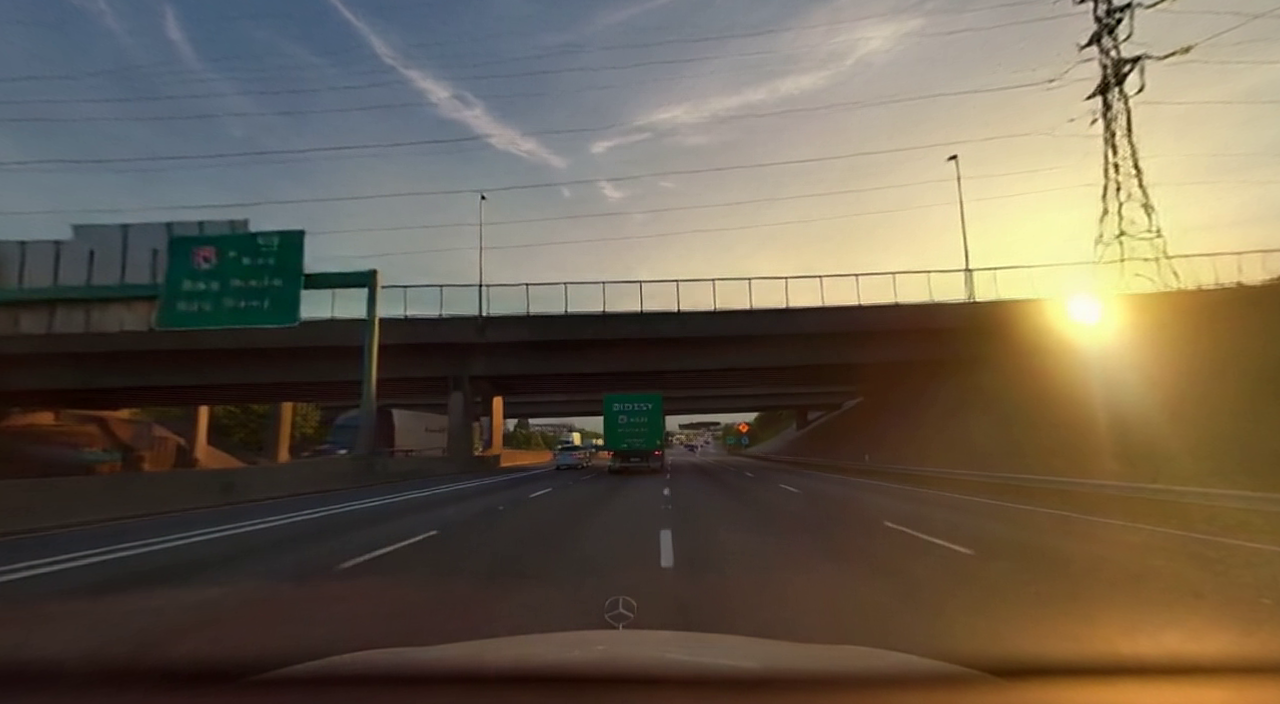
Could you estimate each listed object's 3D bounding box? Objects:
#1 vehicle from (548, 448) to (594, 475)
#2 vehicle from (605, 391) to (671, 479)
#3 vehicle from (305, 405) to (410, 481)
[{"bbox_3d":[-3.940,6.329,36.679,1.958,1.467,4.737,-1,-9,3],"label":"vehicle"},{"bbox_3d":[0.085,4.812,35.500,3.025,4.002,12.709,-1,-9,2],"label":"vehicle"},{"bbox_3d":[-15.990,5.271,36.154,3.017,3.970,5.806,-1,-9,3],"label":"vehicle"}]
